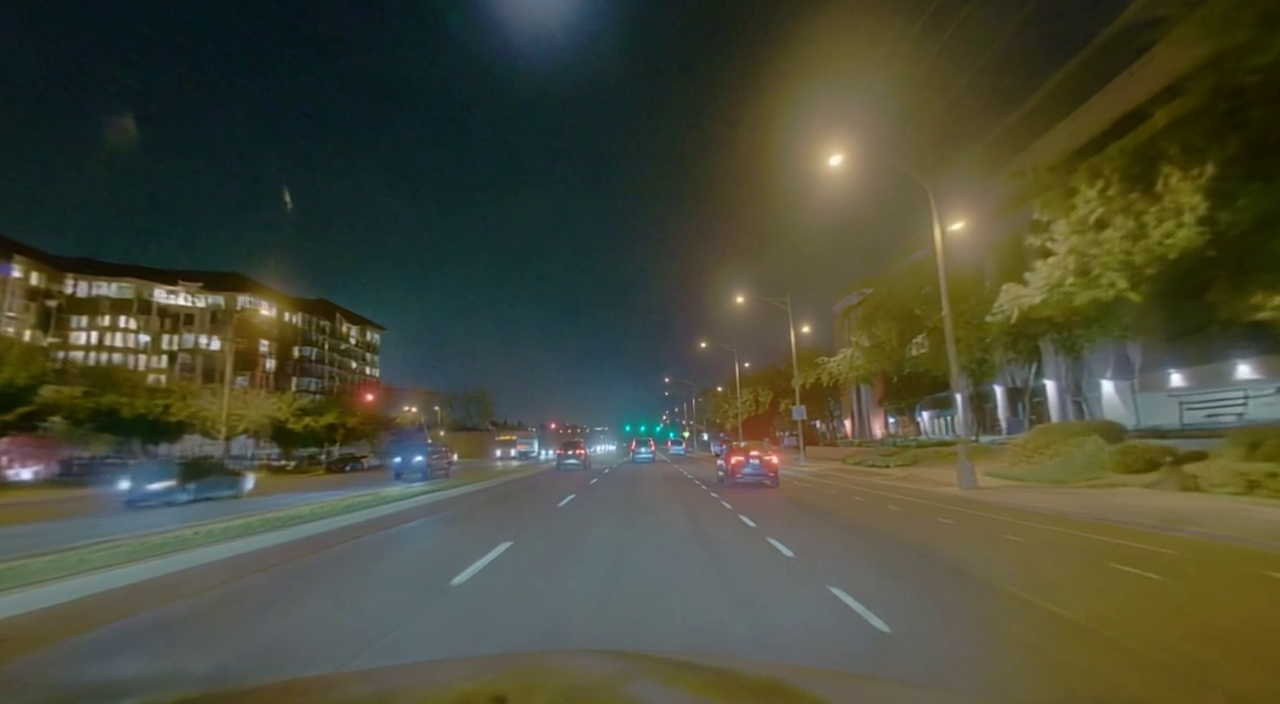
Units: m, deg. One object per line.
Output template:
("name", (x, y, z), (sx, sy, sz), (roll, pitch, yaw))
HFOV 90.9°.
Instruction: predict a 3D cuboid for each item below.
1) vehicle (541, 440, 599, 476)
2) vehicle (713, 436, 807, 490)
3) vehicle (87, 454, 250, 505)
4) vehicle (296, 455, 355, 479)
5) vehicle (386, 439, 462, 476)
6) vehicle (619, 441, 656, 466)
("vehicle", (-3.068, 4.754, 28.515), (2.082, 1.467, 4.379), (0, -8, 1))
("vehicle", (3.585, 3.399, 19.738), (1.990, 1.486, 4.431), (0, -8, -1))
("vehicle", (-16.005, 4.298, 21.793), (2.018, 1.465, 4.672), (0, -8, 0))
("vehicle", (-22.459, 8.212, 45.247), (1.801, 1.467, 4.723), (0, -8, 0))
("vehicle", (-12.298, 6.021, 36.447), (2.296, 1.941, 5.816), (-1, -8, 0))
("vehicle", (-0.175, 6.169, 38.536), (2.101, 1.480, 3.929), (0, -8, -1))
